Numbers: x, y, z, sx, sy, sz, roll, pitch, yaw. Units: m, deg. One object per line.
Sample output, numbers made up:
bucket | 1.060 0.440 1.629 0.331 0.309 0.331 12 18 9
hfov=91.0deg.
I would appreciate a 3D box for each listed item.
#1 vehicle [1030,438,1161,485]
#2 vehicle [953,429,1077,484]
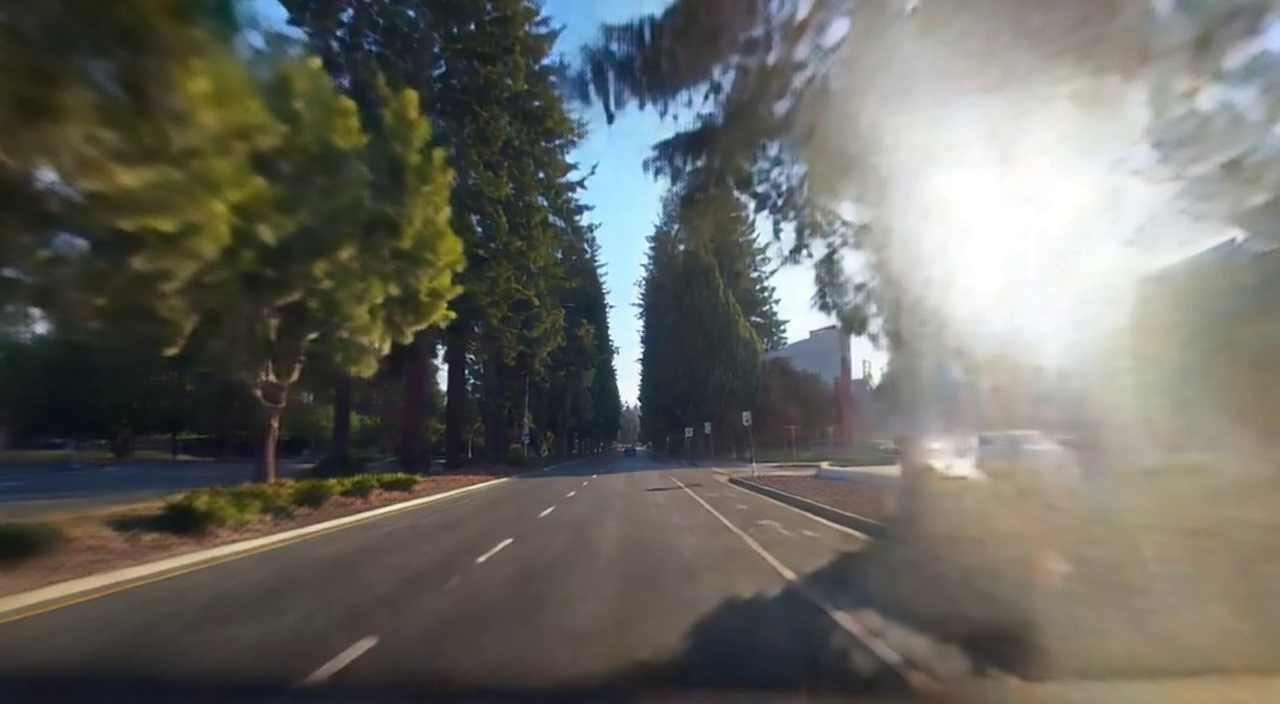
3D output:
vehicle | 17.153 4.136 23.965 1.851 1.566 3.968 -1 -9 -2
vehicle | 14.361 4.060 24.499 1.855 1.900 4.714 0 -9 -1
